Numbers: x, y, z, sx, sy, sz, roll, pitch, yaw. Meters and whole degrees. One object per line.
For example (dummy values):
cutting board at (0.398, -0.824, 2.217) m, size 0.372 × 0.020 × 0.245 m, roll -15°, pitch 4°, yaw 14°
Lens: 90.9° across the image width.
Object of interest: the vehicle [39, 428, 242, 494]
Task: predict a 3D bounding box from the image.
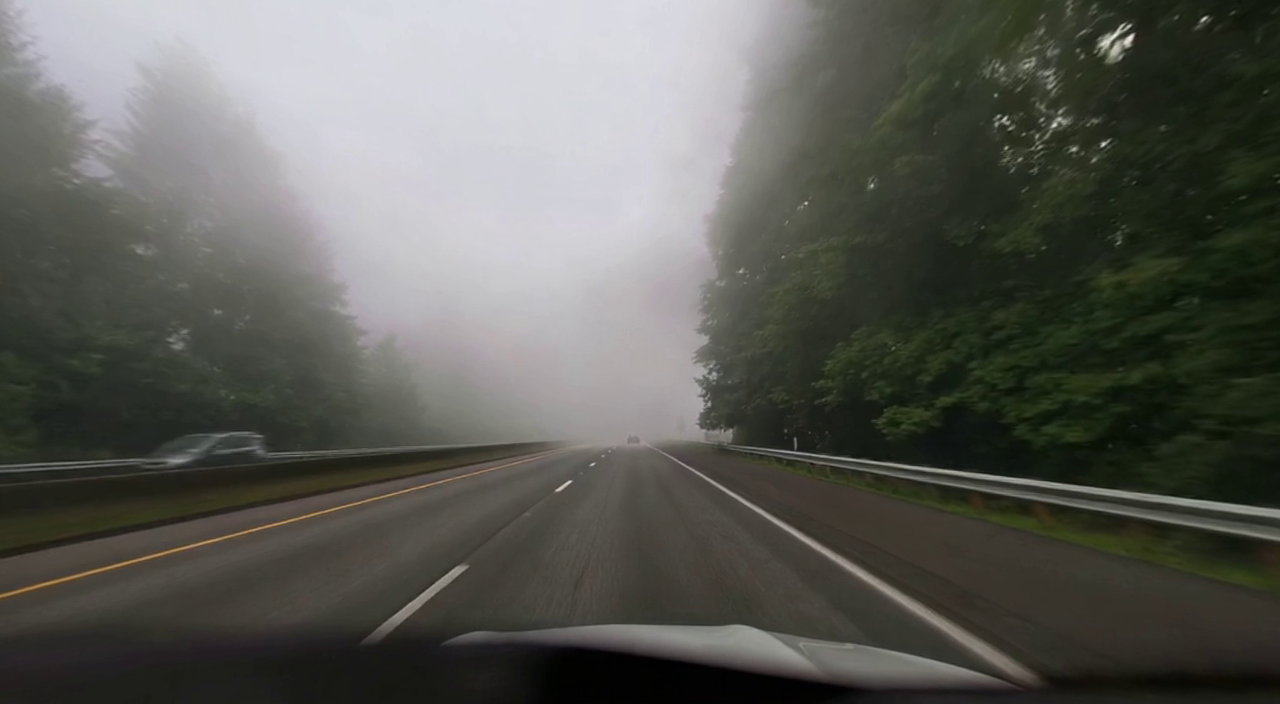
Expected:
vehicle at (-12.747, 2.776, 16.514) m, size 1.906 × 1.483 × 4.216 m, roll 0°, pitch -8°, yaw -1°
